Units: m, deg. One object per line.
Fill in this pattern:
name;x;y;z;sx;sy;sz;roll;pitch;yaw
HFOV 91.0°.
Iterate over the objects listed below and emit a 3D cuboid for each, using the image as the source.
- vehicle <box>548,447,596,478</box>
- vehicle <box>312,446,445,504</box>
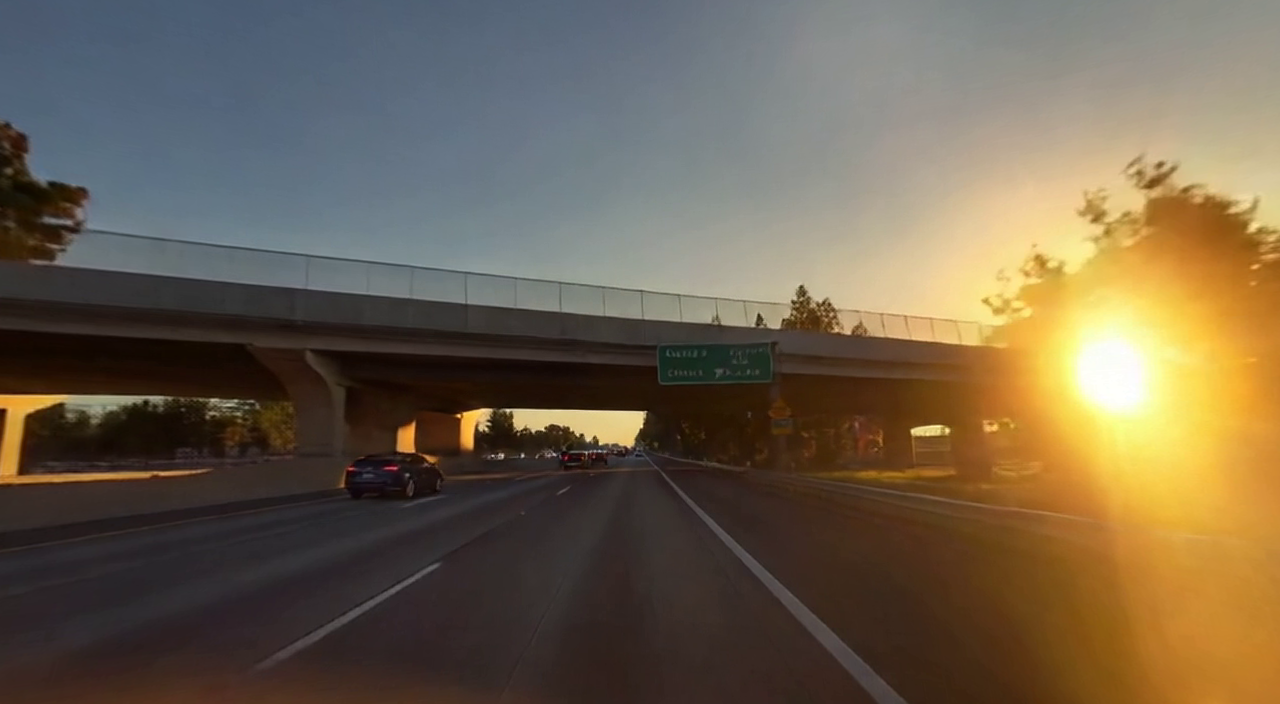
vehicle;-3.755;6.180;35.483;2.102;1.571;4.666;0;-9;1
vehicle;-7.699;3.637;19.126;2.002;1.507;4.631;0;-9;0
